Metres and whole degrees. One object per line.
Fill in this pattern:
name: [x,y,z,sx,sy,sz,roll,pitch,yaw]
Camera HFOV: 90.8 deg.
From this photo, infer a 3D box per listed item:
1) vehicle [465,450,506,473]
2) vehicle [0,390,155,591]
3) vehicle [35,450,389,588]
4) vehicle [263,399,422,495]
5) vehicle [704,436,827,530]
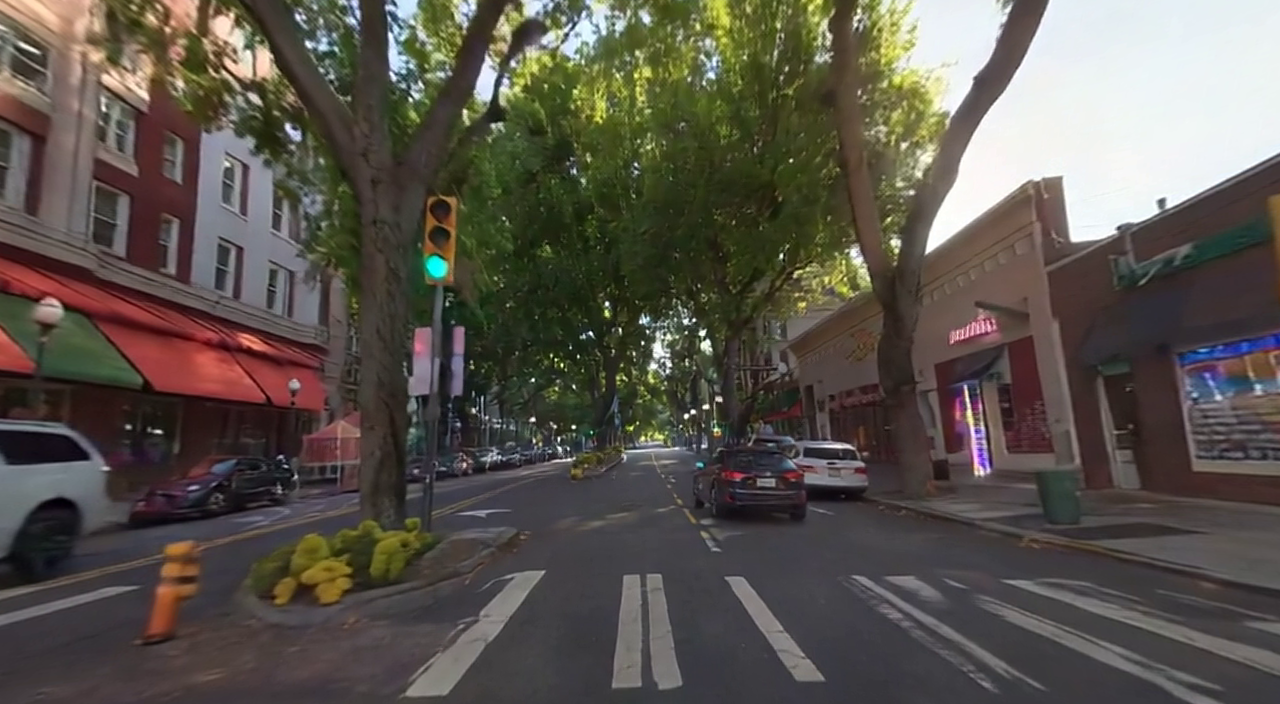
vehicle: [-11.431,8.135,46.987,1.943,1.556,4.497,0,-8,0]
vehicle: [-8.698,1.517,6.658,2.489,2.323,5.843,0,-8,0]
vehicle: [-5.598,2.185,9.238,1.983,1.438,4.559,0,-8,0]
vehicle: [-11.165,3.944,24.688,2.874,3.047,6.719,-3,-13,0]
vehicle: [2.398,2.554,12.786,1.822,1.654,2.794,0,-8,-2]
